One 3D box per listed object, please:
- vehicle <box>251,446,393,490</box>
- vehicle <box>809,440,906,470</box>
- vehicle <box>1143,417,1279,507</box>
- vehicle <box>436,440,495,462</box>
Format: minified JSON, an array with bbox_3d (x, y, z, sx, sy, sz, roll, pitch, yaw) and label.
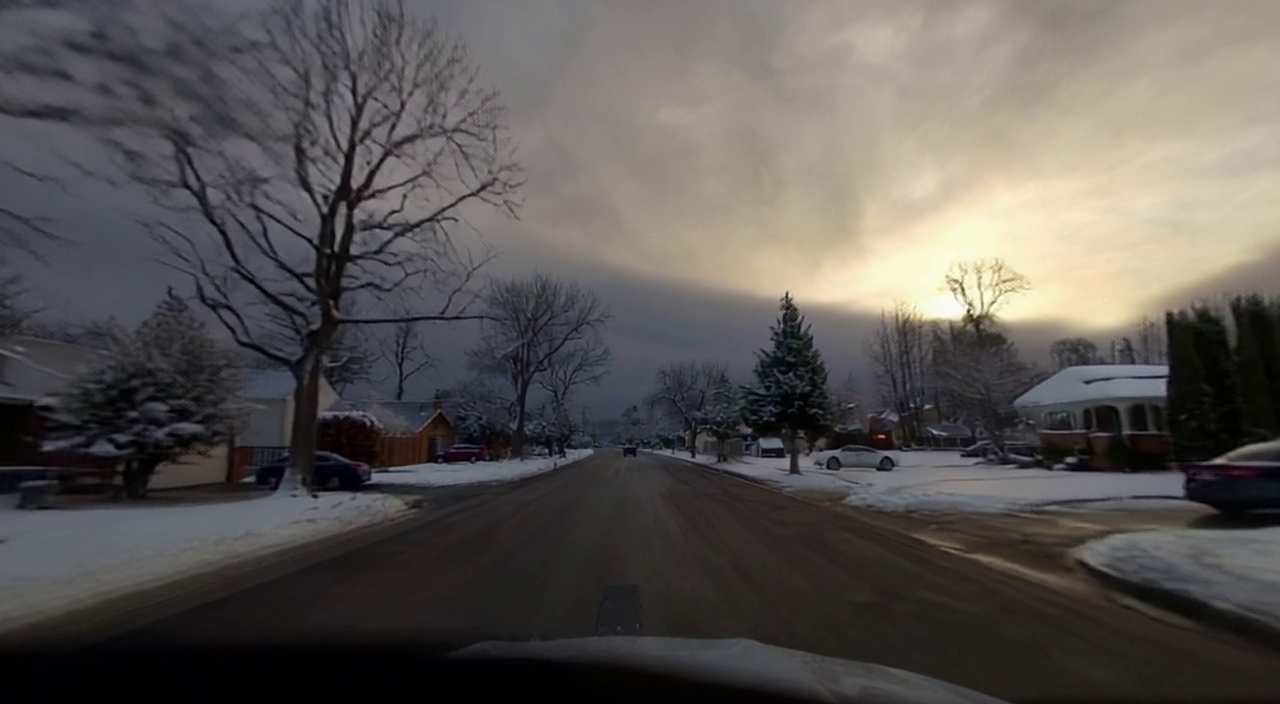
[{"bbox_3d":[-13.381,4.895,26.870,4.887,1.788,2.006,0,-8,-4],"label":"vehicle"},{"bbox_3d":[11.819,5.644,34.549,4.626,1.541,1.866,1,-9,-2],"label":"vehicle"},{"bbox_3d":[12.574,1.971,11.670,4.646,1.479,2.221,0,-8,0],"label":"vehicle"},{"bbox_3d":[-13.313,7.574,48.295,4.265,1.569,1.984,2,-9,-15],"label":"vehicle"}]
